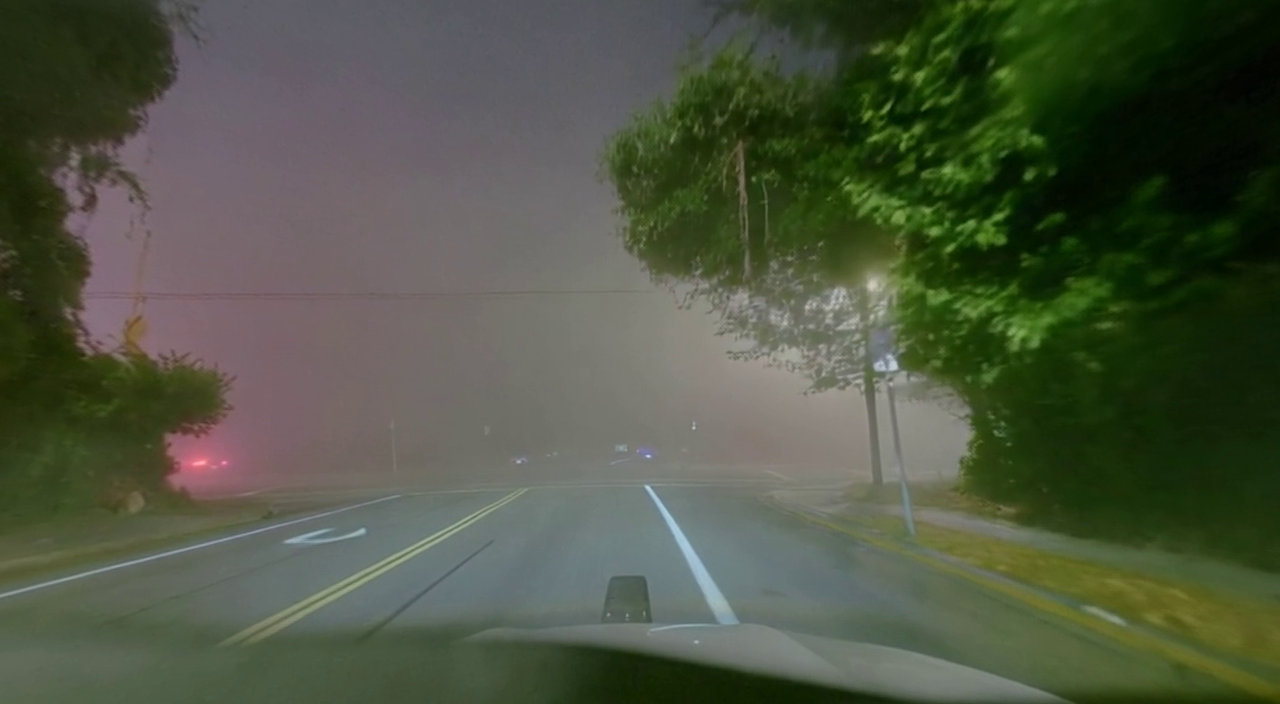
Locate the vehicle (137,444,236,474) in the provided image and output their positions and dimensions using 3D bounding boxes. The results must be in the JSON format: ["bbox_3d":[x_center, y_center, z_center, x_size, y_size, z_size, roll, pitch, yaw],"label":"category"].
[{"bbox_3d":[-28.782,6.760,40.061,4.986,1.796,2.066,-2,-8,10],"label":"vehicle"}]

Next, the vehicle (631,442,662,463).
[{"bbox_3d":[0.421,7.410,46.580,2.051,1.461,4.100,0,-8,-3],"label":"vehicle"}]
